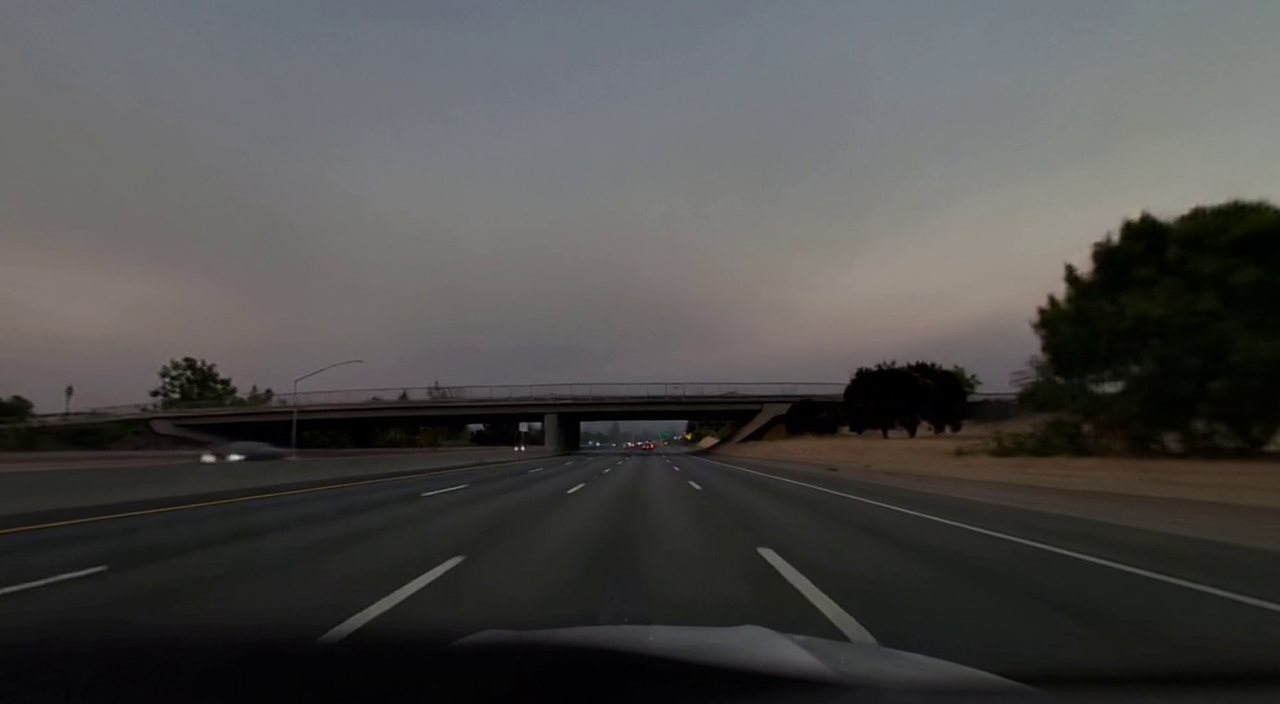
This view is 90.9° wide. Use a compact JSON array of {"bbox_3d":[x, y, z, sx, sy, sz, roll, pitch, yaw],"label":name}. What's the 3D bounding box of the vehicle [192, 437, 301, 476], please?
[{"bbox_3d":[-20.710,5.508,33.541,2.149,1.914,5.502,0,-8,1],"label":"vehicle"}]
